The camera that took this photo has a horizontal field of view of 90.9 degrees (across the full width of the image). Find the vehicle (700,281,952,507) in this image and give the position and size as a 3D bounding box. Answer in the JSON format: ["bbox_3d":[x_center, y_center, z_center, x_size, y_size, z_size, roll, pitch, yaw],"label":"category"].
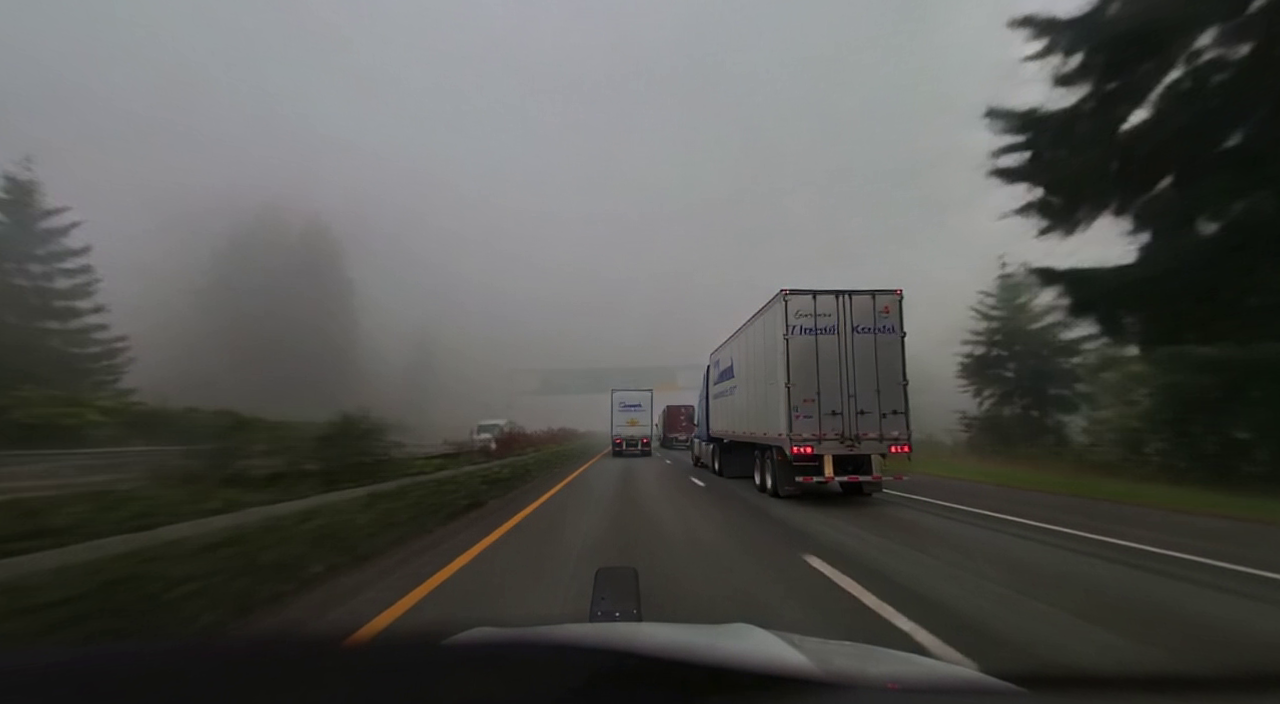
[{"bbox_3d":[4.052,1.704,18.796,2.856,4.145,14.500,0,-8,-1],"label":"vehicle"}]

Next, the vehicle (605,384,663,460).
[{"bbox_3d":[-0.392,4.290,37.520,2.958,3.917,10.196,0,-8,-1],"label":"vehicle"}]
